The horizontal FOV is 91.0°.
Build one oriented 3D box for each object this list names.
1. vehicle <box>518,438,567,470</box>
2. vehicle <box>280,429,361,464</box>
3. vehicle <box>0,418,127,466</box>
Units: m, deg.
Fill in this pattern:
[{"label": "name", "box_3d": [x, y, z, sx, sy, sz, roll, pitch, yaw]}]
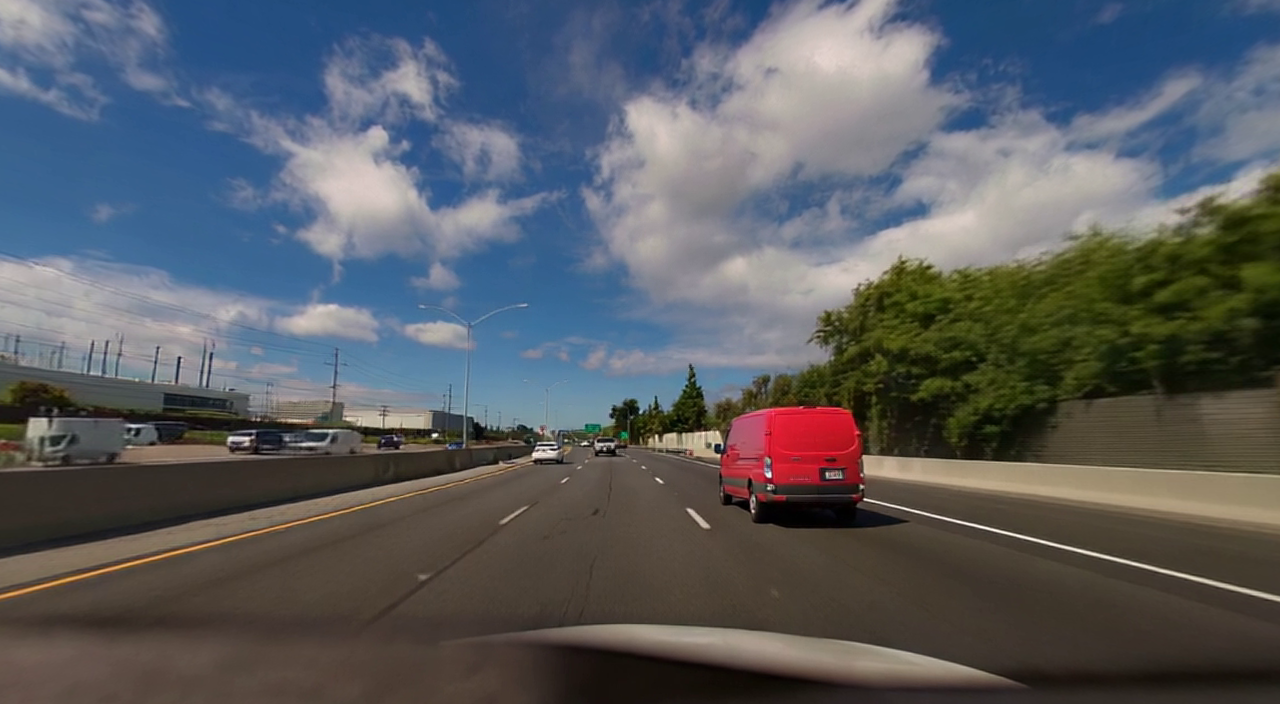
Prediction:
[{"label": "vehicle", "box_3d": [-5.044, 5.331, 33.050, 2.045, 1.547, 4.162, 0, -8, -2]}, {"label": "vehicle", "box_3d": [-16.702, 4.958, 33.228, 1.968, 1.690, 4.642, 0, -8, -2]}, {"label": "vehicle", "box_3d": [-30.046, 4.684, 32.936, 2.173, 2.174, 5.446, 4, -8, -7]}]
